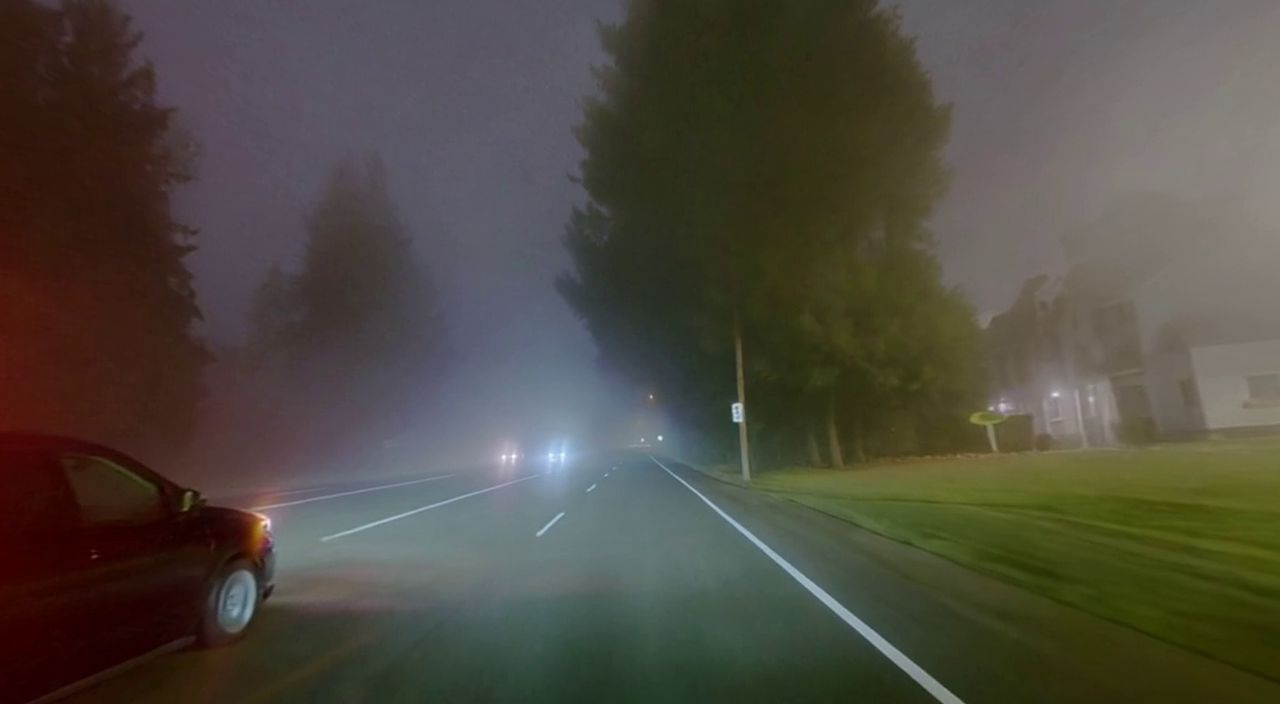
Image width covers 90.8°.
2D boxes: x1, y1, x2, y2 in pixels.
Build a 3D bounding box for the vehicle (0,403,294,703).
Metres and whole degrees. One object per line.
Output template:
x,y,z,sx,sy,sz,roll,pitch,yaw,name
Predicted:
-3.314,0.845,1.675,2.020,1.478,4.890,0,-8,0,vehicle
